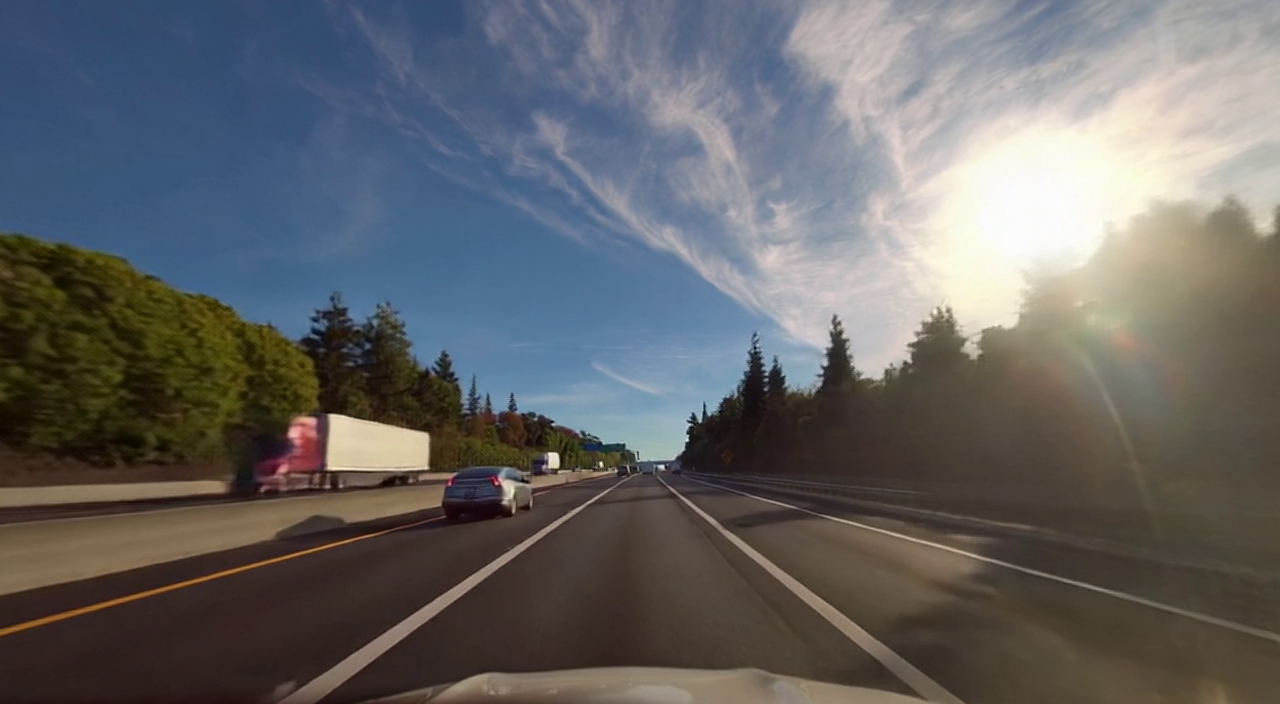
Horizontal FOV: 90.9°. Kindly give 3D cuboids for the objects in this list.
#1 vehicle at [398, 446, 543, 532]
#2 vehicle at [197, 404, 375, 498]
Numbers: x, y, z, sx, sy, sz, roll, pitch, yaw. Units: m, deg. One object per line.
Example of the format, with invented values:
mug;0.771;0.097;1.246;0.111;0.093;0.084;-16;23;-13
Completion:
vehicle;-3.739;3.164;14.946;2.053;1.657;4.725;1;-10;1
vehicle;-17.350;5.168;32.230;2.932;3.942;10.132;1;-10;1
